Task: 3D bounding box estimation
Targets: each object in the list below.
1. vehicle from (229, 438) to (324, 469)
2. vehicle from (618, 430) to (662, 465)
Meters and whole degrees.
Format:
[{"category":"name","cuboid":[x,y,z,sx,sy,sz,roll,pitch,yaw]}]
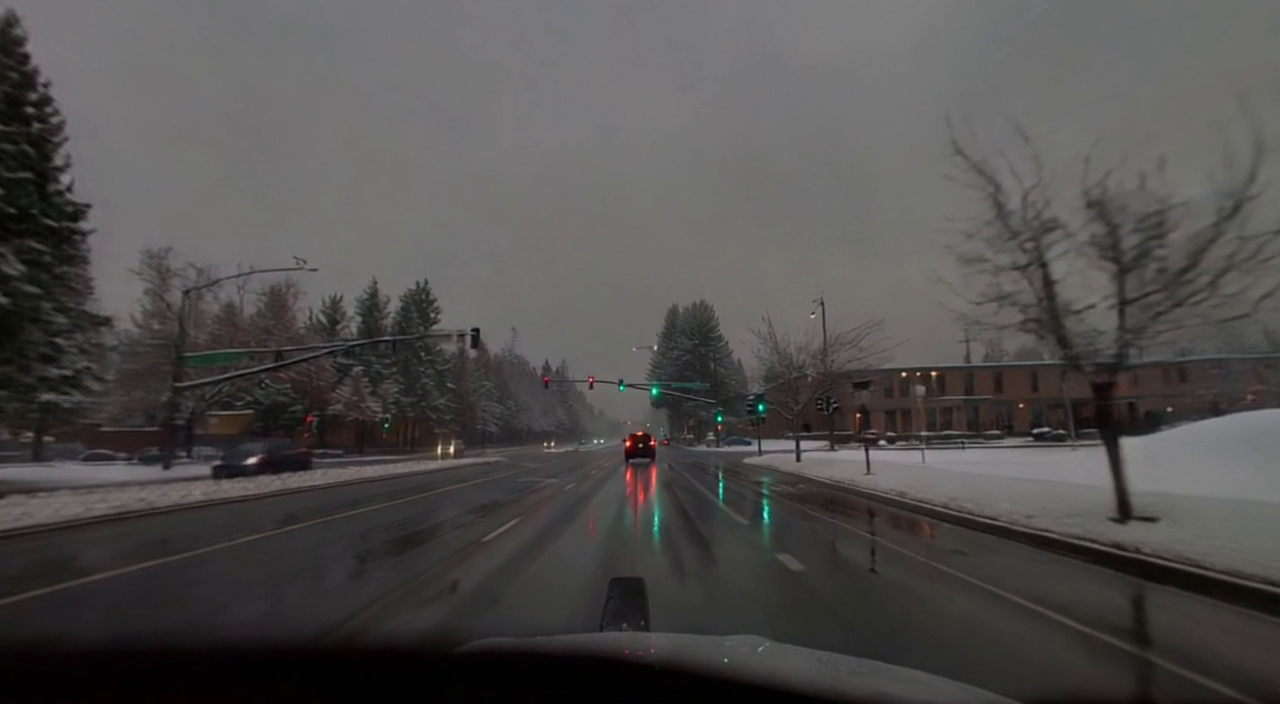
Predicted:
[{"category":"vehicle","cuboid":[-18.021,5.041,31.566,1.986,1.438,4.620,0,-8,0]},{"category":"vehicle","cuboid":[0.000,5.052,33.415,2.169,1.751,4.276,0,-8,0]}]
